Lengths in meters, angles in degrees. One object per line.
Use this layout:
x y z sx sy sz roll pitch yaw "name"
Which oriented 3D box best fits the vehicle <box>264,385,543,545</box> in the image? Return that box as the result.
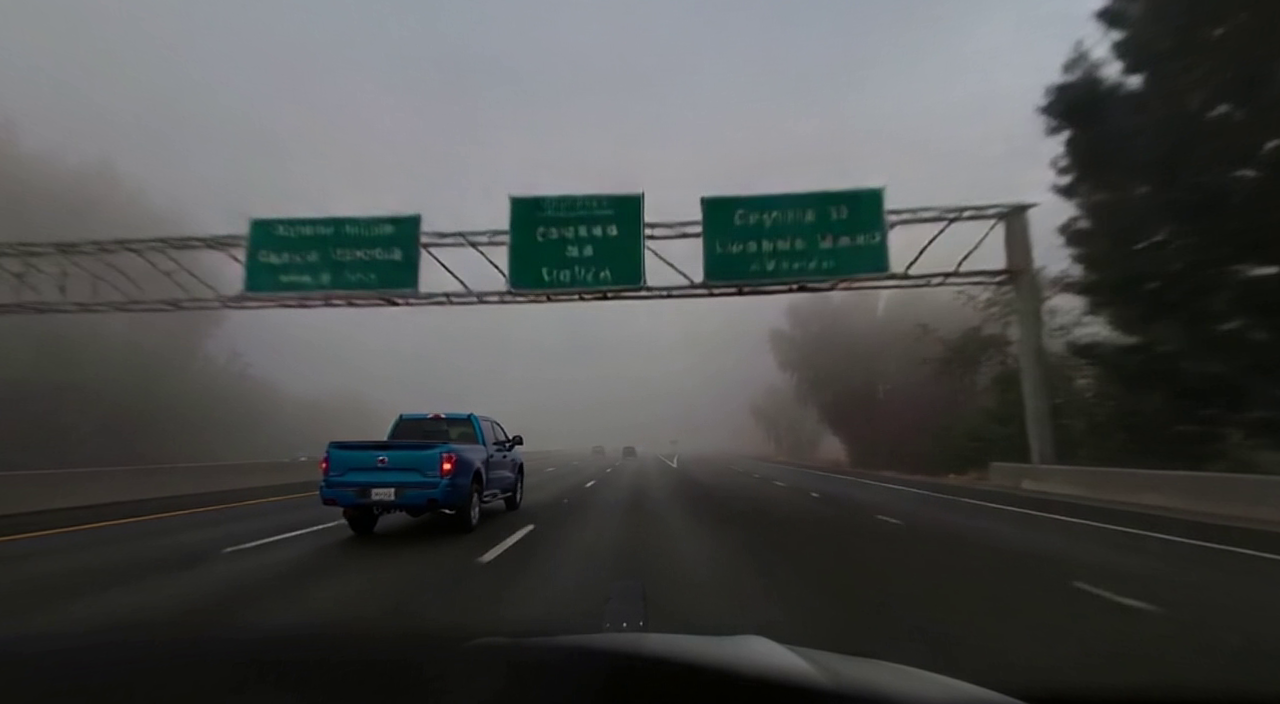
-3.552 1.917 11.335 2.601 2.084 6.068 0 -8 1 "vehicle"
